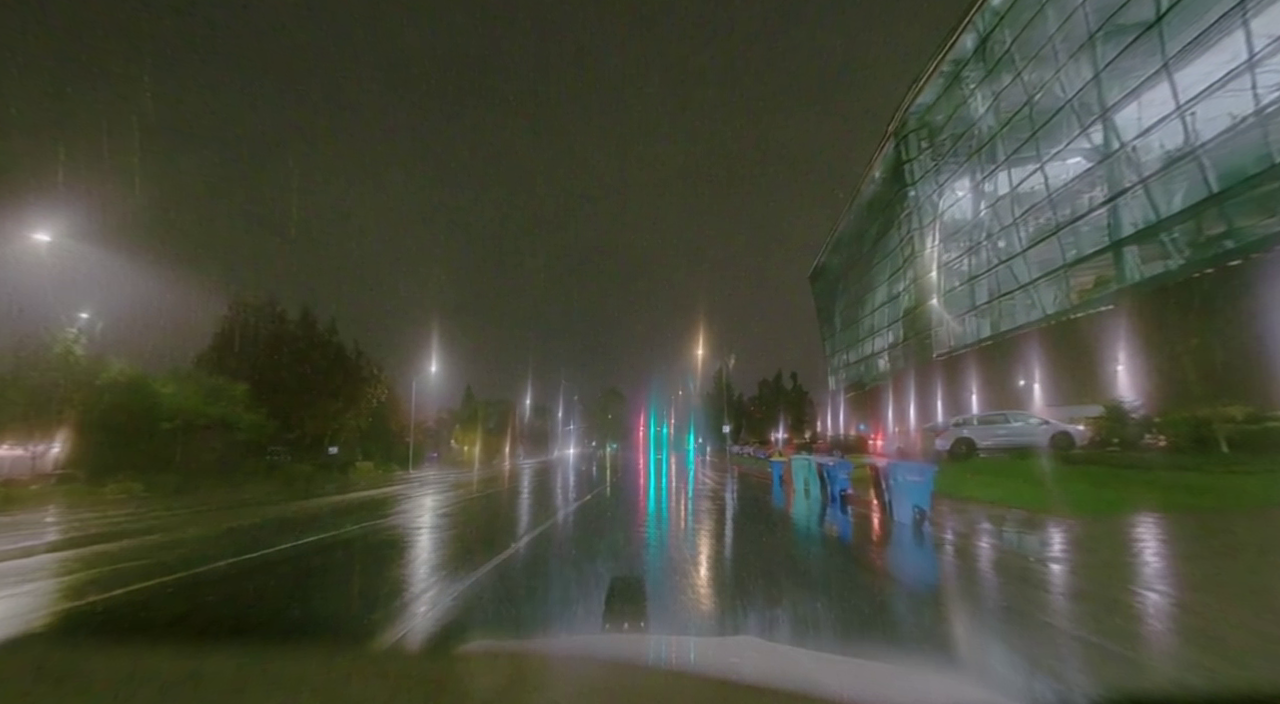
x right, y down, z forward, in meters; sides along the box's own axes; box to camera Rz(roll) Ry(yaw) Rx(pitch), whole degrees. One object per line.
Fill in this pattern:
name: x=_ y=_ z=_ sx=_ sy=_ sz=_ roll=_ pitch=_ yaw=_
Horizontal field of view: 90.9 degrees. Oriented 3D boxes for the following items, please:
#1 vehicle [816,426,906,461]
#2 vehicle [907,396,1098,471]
vehicle: x=13.021 y=5.407 z=37.320 sx=4.478 sy=1.578 sz=1.944 roll=-6 pitch=-9 yaw=2
vehicle: x=12.537 y=2.871 z=22.158 sx=5.136 sy=1.945 sz=2.153 roll=-7 pitch=-9 yaw=3
